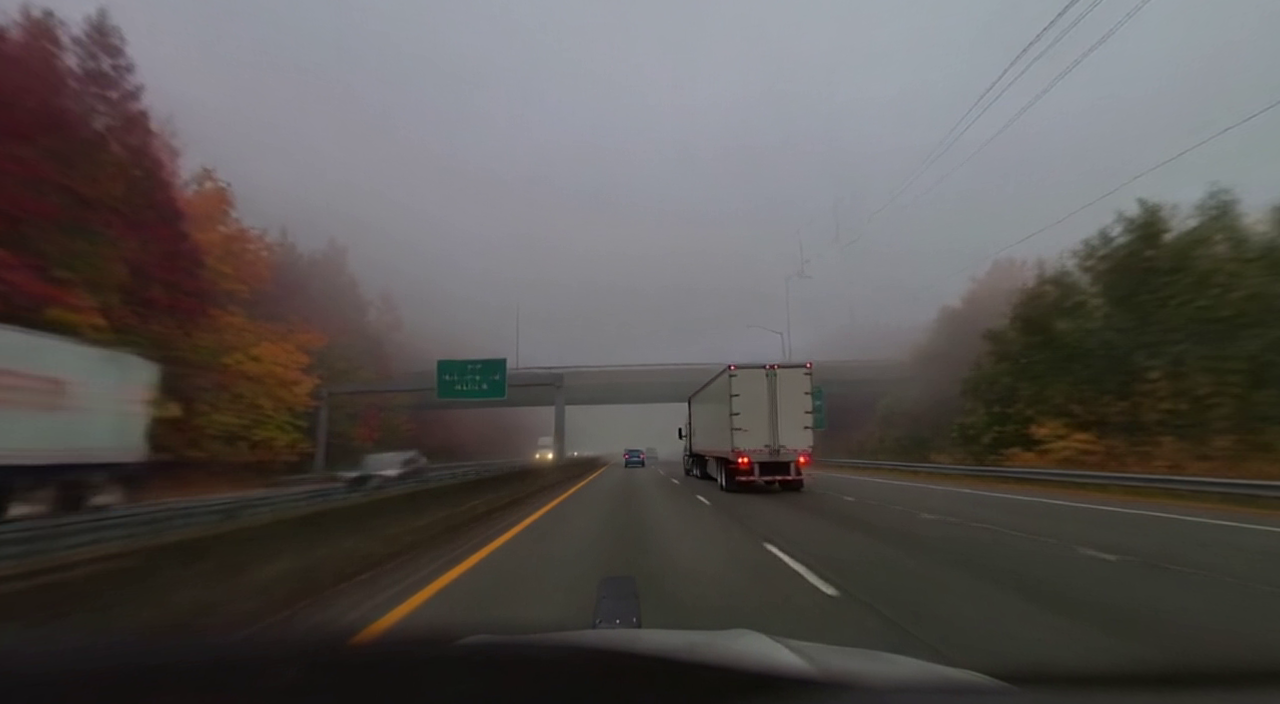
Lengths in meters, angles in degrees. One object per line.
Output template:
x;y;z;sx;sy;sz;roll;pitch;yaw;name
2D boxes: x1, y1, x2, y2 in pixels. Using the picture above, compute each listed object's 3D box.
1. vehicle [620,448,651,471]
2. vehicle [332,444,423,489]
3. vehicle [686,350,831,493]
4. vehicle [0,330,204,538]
-0.328;7.208;42.211;1.961;1.454;3.755;0;-9;-1;vehicle
-9.699;4.251;23.490;1.800;1.490;3.879;0;-9;-1;vehicle
4.069;3.184;26.058;2.956;4.281;14.327;0;-9;-1;vehicle
-13.913;1.447;11.162;2.929;3.987;13.304;0;-9;-1;vehicle
